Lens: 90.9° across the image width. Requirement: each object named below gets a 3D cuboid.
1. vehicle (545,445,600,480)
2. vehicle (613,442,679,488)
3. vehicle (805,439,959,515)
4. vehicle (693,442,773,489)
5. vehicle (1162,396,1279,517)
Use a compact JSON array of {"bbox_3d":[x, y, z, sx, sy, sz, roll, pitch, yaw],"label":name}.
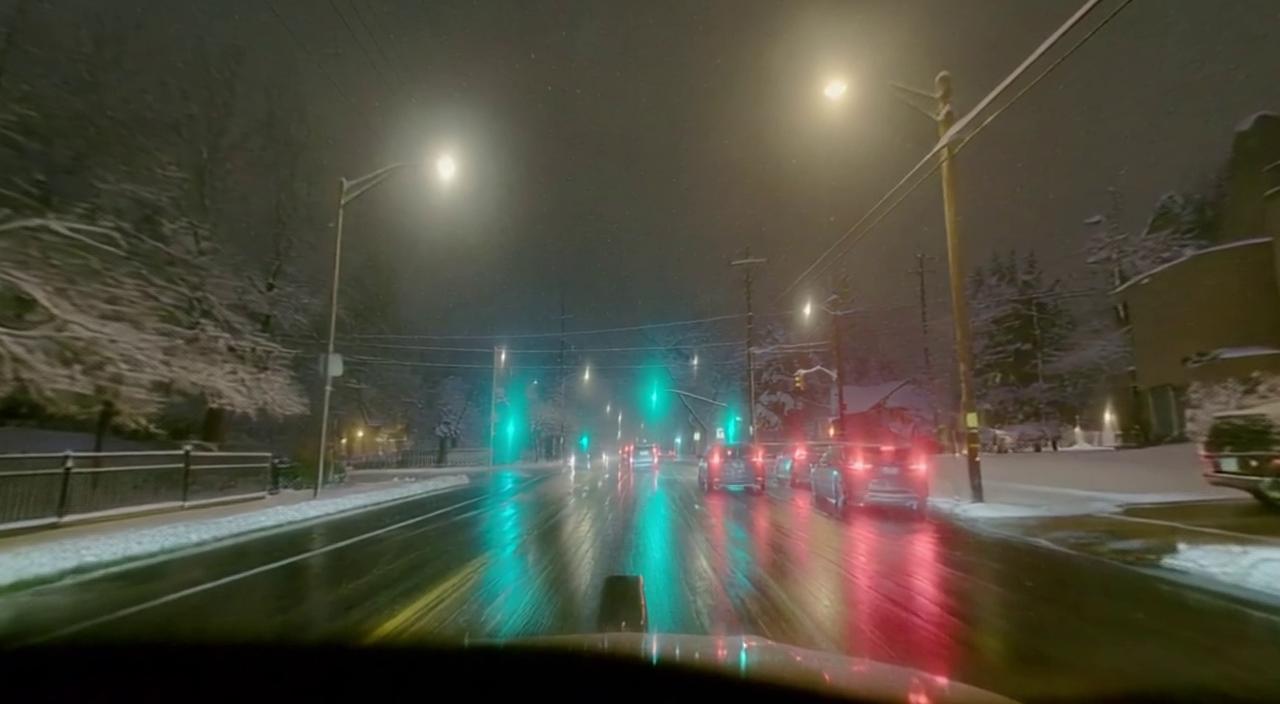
[{"bbox_3d":[-3.115,5.204,30.078,2.012,1.505,4.205,-1,-8,2],"label":"vehicle"},{"bbox_3d":[0.197,3.945,22.390,2.101,1.467,4.210,0,-8,0],"label":"vehicle"},{"bbox_3d":[5.817,3.028,15.913,2.011,1.620,4.694,0,-8,0],"label":"vehicle"},{"bbox_3d":[3.168,3.983,22.525,2.158,1.483,4.415,0,-8,0],"label":"vehicle"},{"bbox_3d":[13.712,1.674,11.637,5.929,1.970,2.381,-5,-8,-1],"label":"vehicle"}]
